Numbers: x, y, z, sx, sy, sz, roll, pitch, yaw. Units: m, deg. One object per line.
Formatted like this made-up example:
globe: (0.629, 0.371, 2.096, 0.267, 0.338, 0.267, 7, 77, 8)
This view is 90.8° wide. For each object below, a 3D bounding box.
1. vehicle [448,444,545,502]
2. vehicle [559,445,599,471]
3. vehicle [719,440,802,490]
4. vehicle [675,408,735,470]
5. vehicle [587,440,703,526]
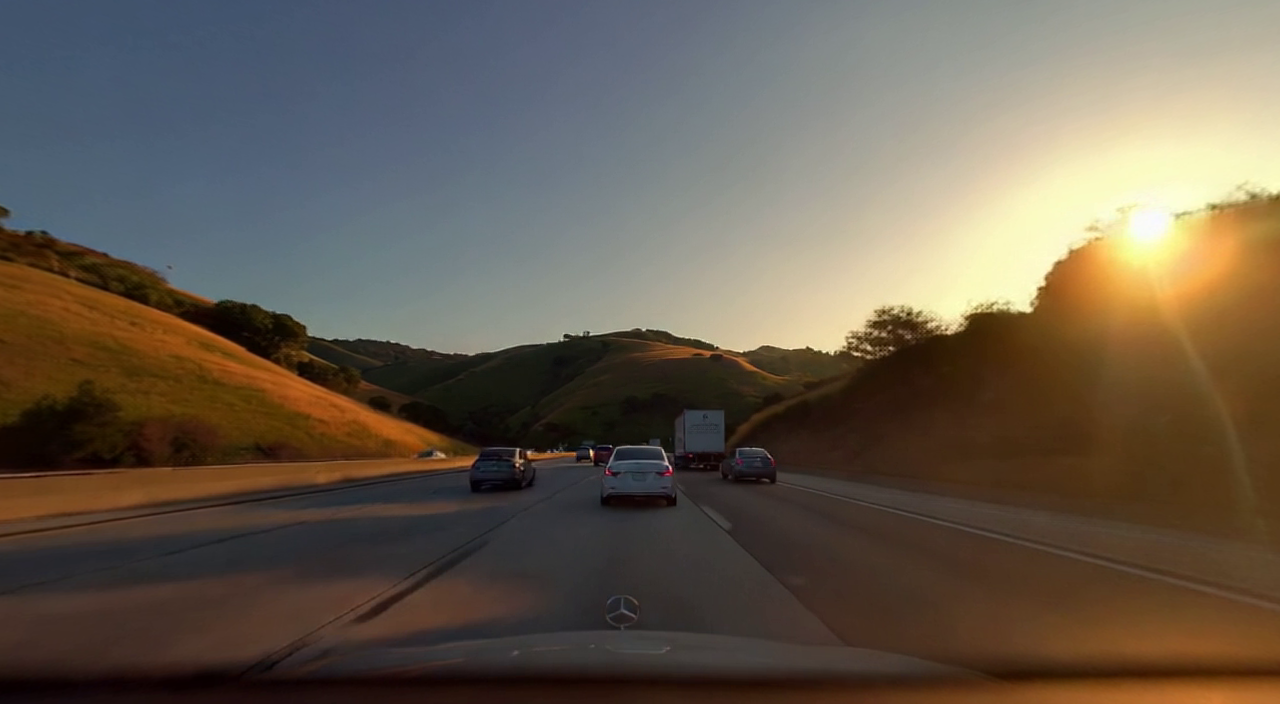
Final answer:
vehicle: (-4.058, 3.483, 18.450, 1.848, 1.486, 3.832, 0, -9, 1)
vehicle: (-4.037, 7.144, 42.607, 2.211, 1.669, 4.224, 0, -9, 1)
vehicle: (4.142, 3.986, 22.473, 2.029, 1.579, 4.484, 0, -9, -1)
vehicle: (4.752, 7.027, 49.803, 3.194, 4.038, 16.301, 0, -9, 1)
vehicle: (0.099, 2.606, 13.007, 2.041, 1.484, 3.535, 0, -9, 0)
